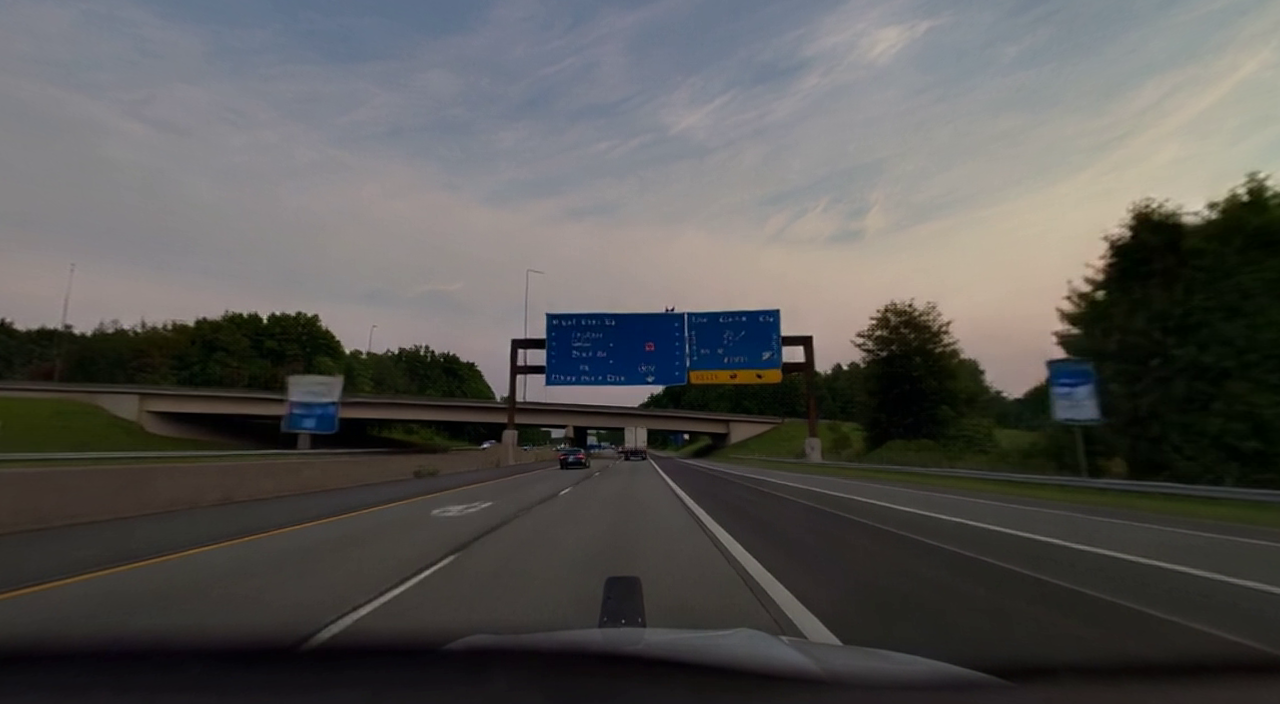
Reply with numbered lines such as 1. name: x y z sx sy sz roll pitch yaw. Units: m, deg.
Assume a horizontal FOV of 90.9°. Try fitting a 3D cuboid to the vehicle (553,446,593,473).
1. vehicle: -4.146 6.735 39.648 2.042 1.526 4.516 0 -9 0
